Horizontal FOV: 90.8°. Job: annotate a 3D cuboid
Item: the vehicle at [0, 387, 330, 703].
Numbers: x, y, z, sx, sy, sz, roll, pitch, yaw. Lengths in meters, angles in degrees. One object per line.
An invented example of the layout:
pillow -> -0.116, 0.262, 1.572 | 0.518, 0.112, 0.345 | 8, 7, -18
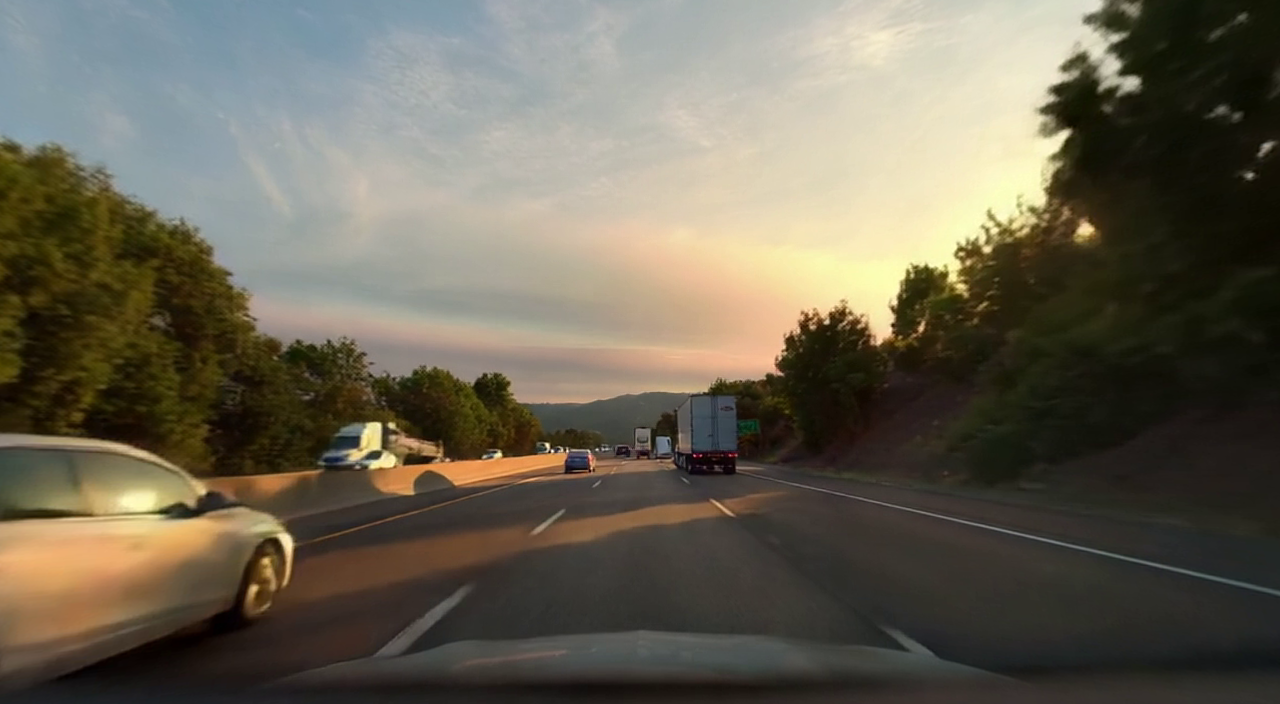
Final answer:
vehicle -> -3.353, 0.873, 2.108 | 2.104, 1.526, 4.940 | 0, -9, 0

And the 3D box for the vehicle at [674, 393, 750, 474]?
vehicle -> 4.027, 5.273, 39.446 | 2.974, 4.083, 14.389 | 0, -9, 0

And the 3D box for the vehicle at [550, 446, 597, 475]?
vehicle -> -3.525, 5.863, 34.304 | 2.121, 1.445, 4.651 | 0, -9, 0

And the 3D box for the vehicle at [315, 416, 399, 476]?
vehicle -> -19.524, 6.580, 43.967 | 3.011, 3.819, 5.956 | 0, -9, 0
